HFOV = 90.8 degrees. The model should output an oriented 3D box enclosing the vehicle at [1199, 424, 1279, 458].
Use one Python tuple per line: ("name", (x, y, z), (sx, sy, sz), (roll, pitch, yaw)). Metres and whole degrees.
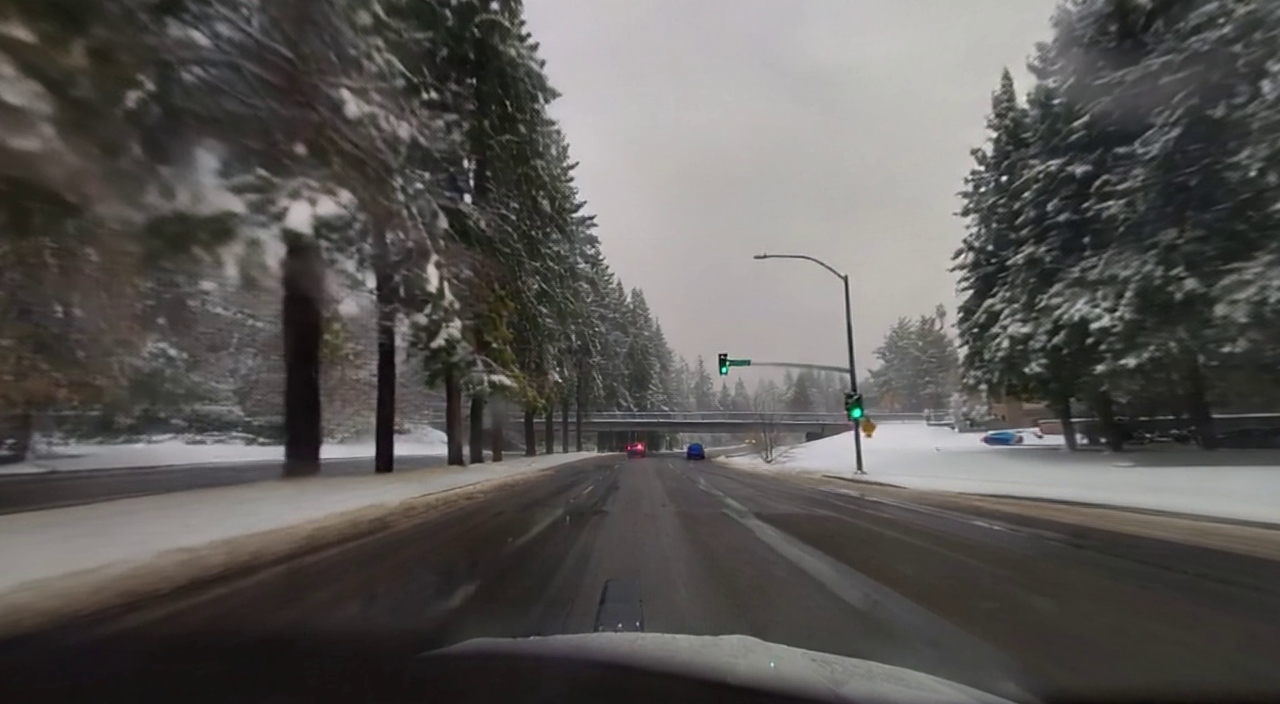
("vehicle", (30.089, 4.314, 30.789), (3.796, 1.461, 1.695), (-4, -9, 6))
